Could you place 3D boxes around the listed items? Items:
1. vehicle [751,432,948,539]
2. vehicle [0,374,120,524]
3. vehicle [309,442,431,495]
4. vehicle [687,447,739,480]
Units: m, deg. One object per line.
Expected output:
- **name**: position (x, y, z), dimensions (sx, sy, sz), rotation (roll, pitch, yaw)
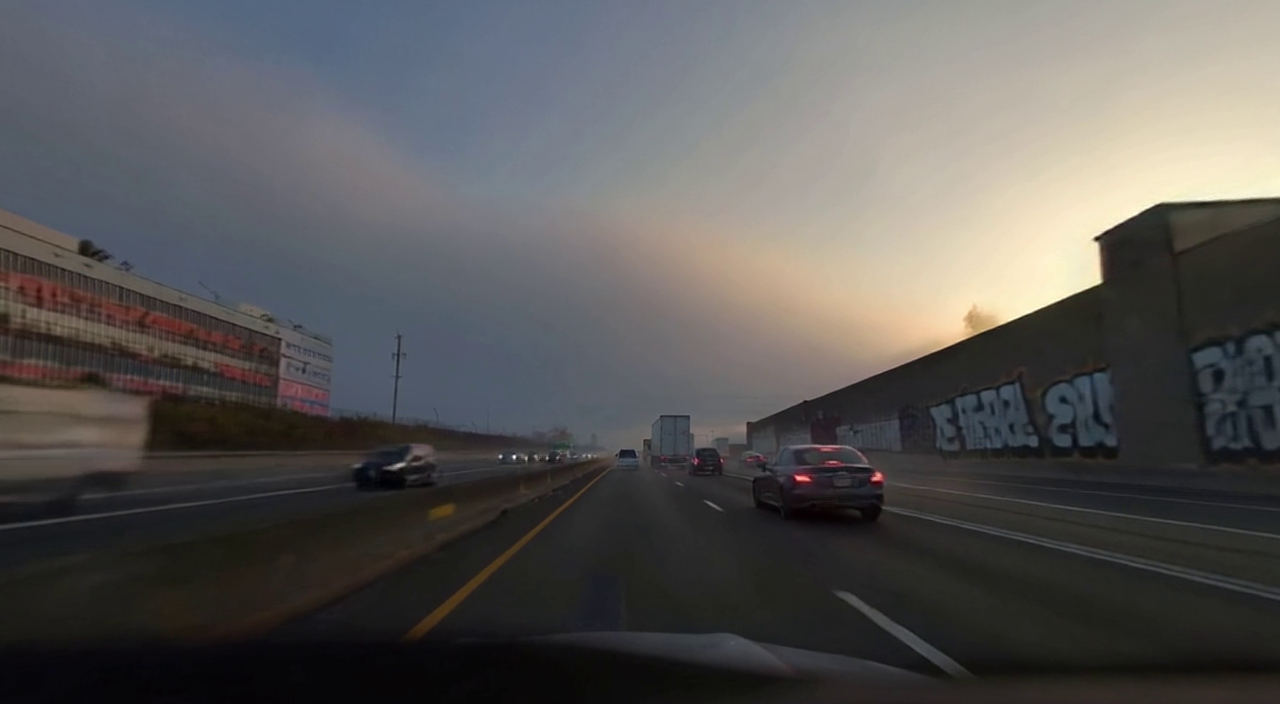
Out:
- **vehicle**: position (3.600, 2.395, 11.908), dimensions (2.045, 1.605, 4.674), rotation (0, -9, -1)
- **vehicle**: position (-12.027, 1.521, 9.783), dimensions (2.373, 2.502, 6.255), rotation (0, -9, 0)
- **vehicle**: position (-8.756, 3.806, 20.861), dimensions (1.965, 1.527, 4.704), rotation (0, -9, 0)
- **vehicle**: position (3.730, 5.794, 32.913), dimensions (2.085, 1.588, 4.436), rotation (0, -9, -2)
